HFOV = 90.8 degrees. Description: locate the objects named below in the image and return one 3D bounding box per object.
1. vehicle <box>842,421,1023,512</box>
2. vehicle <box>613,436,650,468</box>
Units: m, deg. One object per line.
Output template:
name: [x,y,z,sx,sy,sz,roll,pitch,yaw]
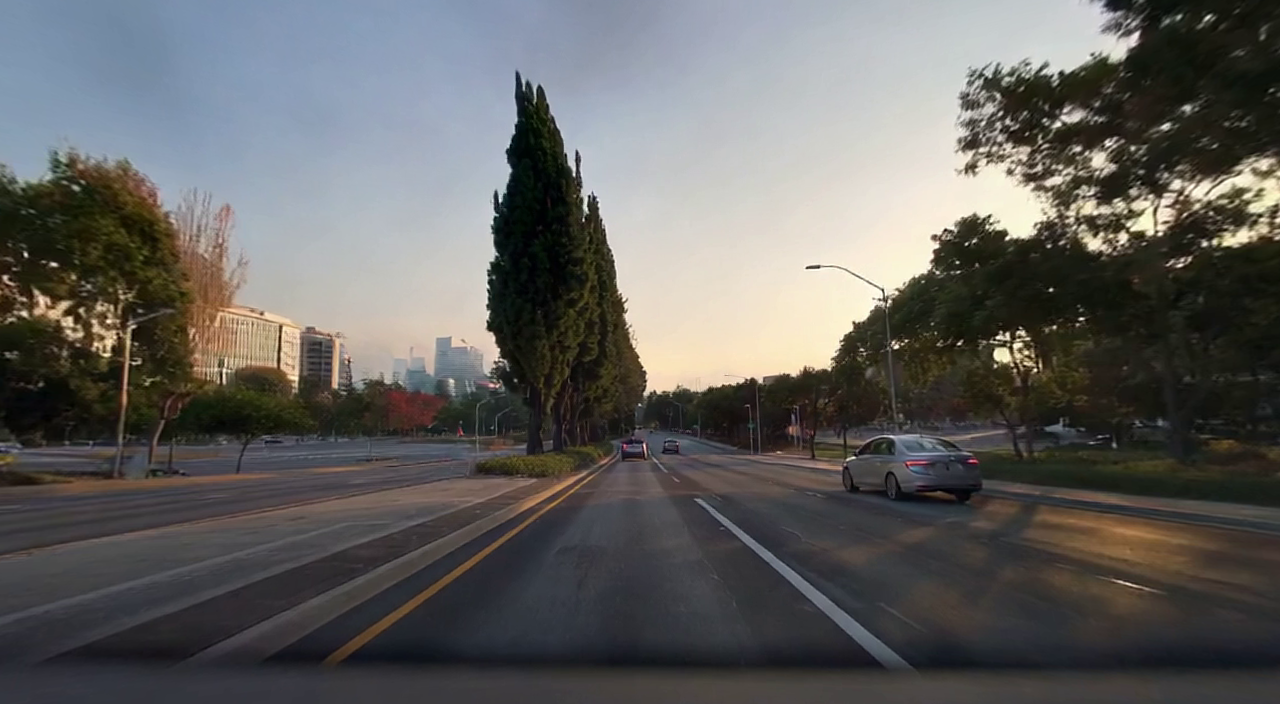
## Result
vehicle: [6.626,2.643,15.037,2.026,1.804,4.565,0,-8,-1]
vehicle: [-0.478,6.160,39.012,2.193,1.794,4.457,0,-8,0]
